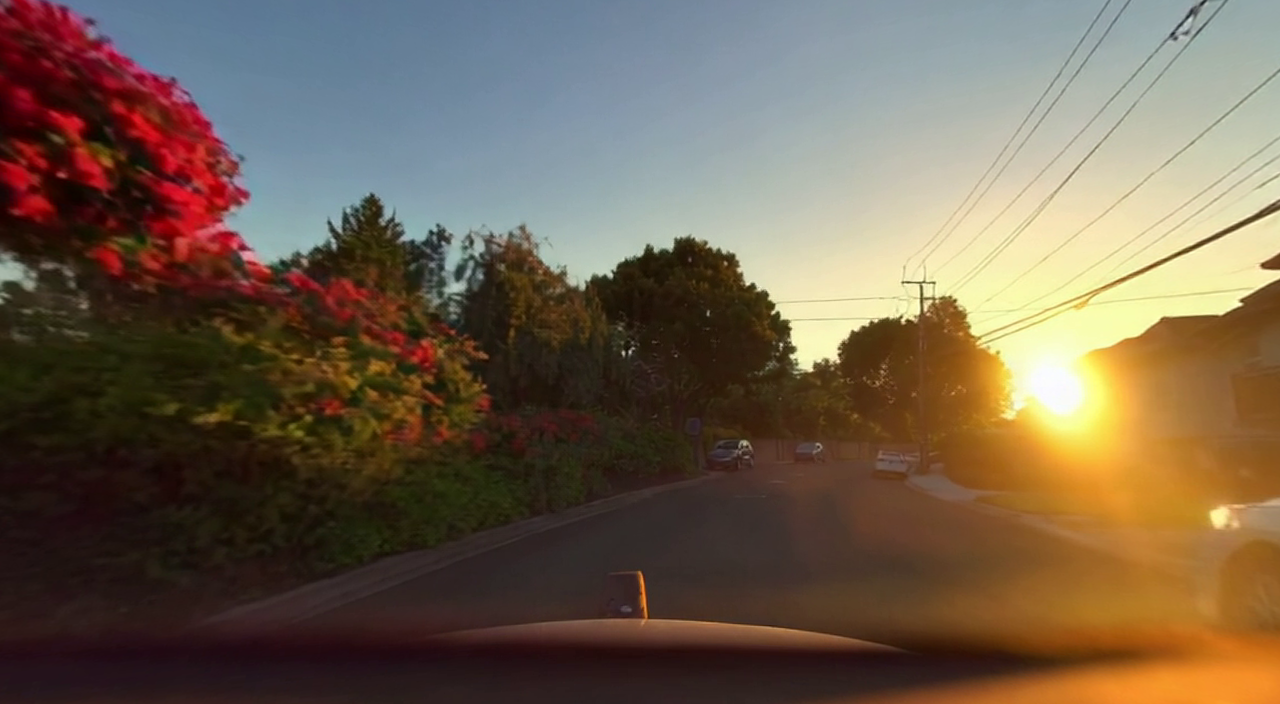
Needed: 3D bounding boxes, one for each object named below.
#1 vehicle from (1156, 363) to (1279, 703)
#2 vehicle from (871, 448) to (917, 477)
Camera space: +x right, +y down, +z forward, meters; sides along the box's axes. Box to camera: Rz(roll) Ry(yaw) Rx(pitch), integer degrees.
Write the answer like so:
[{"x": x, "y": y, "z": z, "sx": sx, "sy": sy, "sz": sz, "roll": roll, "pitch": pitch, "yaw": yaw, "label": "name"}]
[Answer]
[{"x": 4.372, "y": 0.730, "z": 1.496, "sx": 2.311, "sy": 1.909, "sz": 5.570, "roll": -2, "pitch": -8, "yaw": 10, "label": "vehicle"}, {"x": 14.414, "y": 6.220, "z": 35.782, "sx": 2.151, "sy": 1.468, "sz": 5.066, "roll": -4, "pitch": -9, "yaw": 21, "label": "vehicle"}]
